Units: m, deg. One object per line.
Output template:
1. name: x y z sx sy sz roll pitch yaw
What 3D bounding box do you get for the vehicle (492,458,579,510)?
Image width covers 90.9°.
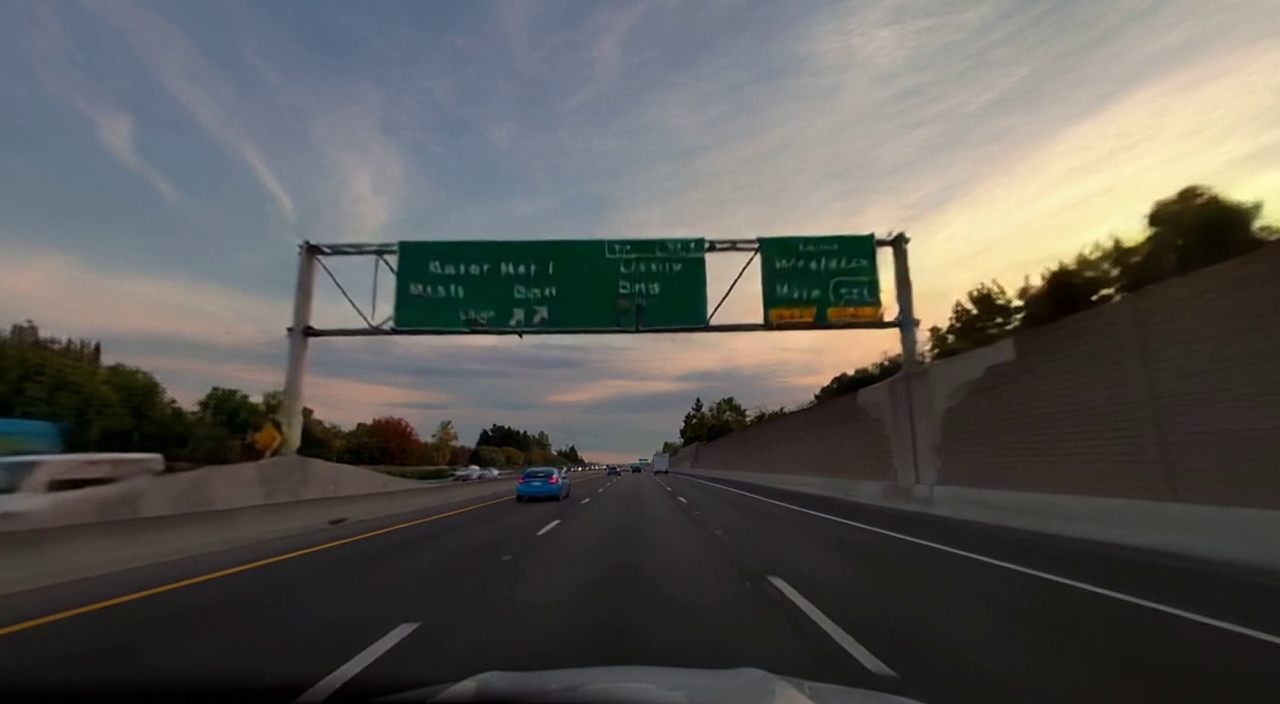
1. vehicle: -3.302 4.321 20.920 2.045 1.487 4.582 1 -10 0
